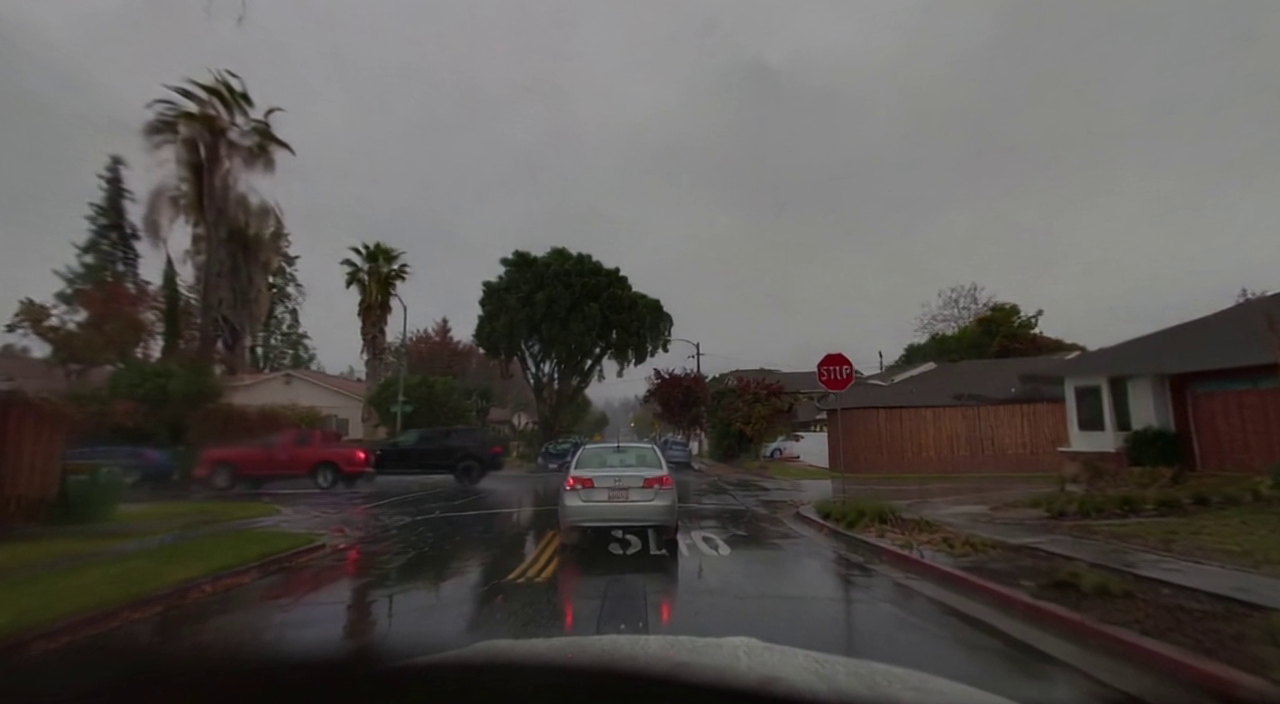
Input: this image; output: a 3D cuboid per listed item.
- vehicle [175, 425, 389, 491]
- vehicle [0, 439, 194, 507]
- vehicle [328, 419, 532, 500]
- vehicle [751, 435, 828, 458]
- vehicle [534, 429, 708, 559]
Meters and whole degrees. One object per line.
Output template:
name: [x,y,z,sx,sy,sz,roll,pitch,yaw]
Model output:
vehicle: [-12.290,3.626,21.727,6.308,2.057,2.353,-2,-9,12]
vehicle: [-15.286,3.374,17.290,4.521,1.447,1.913,-4,-13,0]
vehicle: [-6.643,3.329,19.823,5.941,2.187,2.730,-5,-10,29]
vehicle: [11.356,7.224,47.970,5.379,1.731,2.080,0,-8,-1]
vehicle: [-0.248,1.961,9.413,2.010,1.499,4.107,0,-8,-1]
